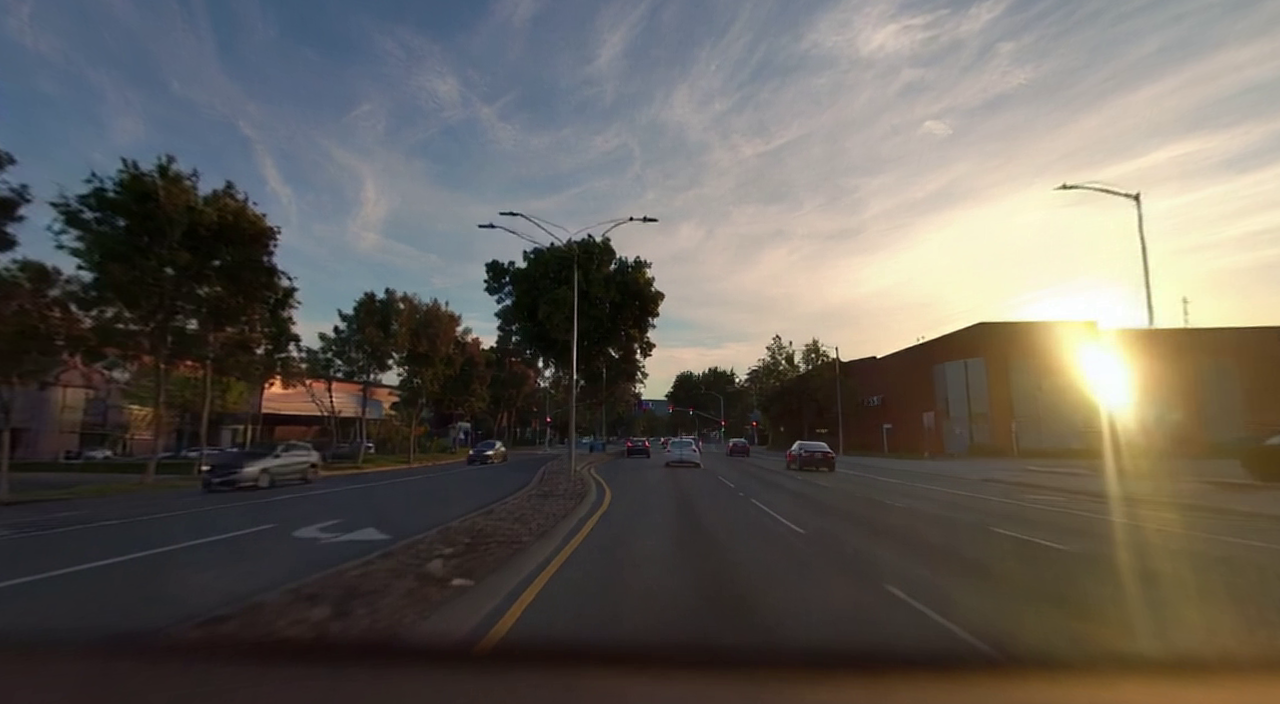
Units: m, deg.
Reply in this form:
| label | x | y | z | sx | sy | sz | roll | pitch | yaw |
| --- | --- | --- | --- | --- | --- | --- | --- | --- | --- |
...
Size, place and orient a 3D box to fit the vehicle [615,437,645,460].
| label | x | y | z | sx | sy | sz | roll | pitch | yaw |
| --- | --- | --- | --- | --- | --- | --- | --- | --- | --- |
| vehicle | -0.779 | 7.016 | 45.606 | 2.074 | 1.575 | 4.326 | 0 | -9 | -3 |

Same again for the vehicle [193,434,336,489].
| label | x | y | z | sx | sy | sz | roll | pitch | yaw |
| --- | --- | --- | --- | --- | --- | --- | --- | --- | --- |
| vehicle | -13.803 | 4.052 | 23.569 | 2.022 | 1.787 | 5.262 | -1 | -8 | 1 |

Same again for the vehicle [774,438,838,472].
| label | x | y | z | sx | sy | sz | roll | pitch | yaw |
| --- | --- | --- | --- | --- | --- | --- | --- | --- | --- |
| vehicle | 7.996 | 5.010 | 30.698 | 1.918 | 1.484 | 4.456 | 0 | -8 | 0 |

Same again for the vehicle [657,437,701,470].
| label | x | y | z | sx | sy | sz | roll | pitch | yaw |
| --- | --- | --- | --- | --- | --- | --- | --- | --- | --- |
| vehicle | 1.866 | 5.055 | 31.467 | 1.971 | 1.479 | 4.493 | -1 | -8 | 1 |

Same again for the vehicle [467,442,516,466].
| label | x | y | z | sx | sy | sz | roll | pitch | yaw |
| --- | --- | --- | --- | --- | --- | --- | --- | --- | --- |
| vehicle | -9.682 | 6.670 | 41.361 | 1.984 | 1.472 | 4.487 | -1 | -8 | 2 |
